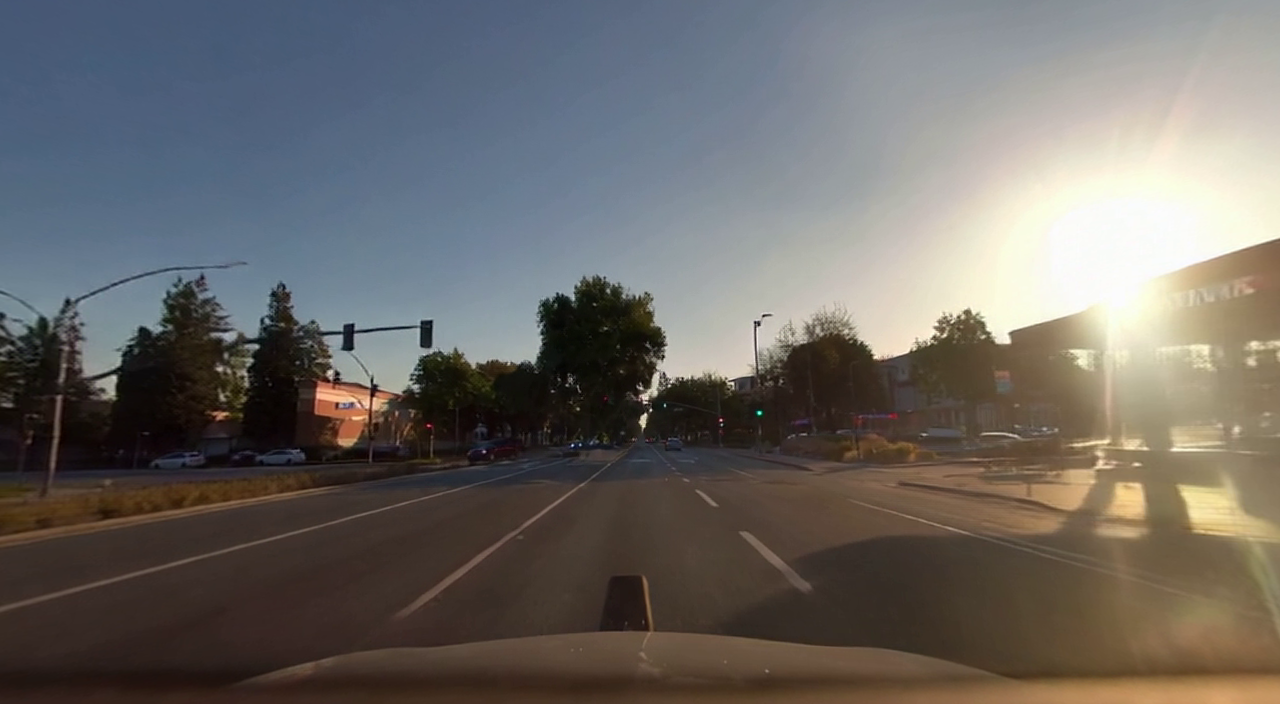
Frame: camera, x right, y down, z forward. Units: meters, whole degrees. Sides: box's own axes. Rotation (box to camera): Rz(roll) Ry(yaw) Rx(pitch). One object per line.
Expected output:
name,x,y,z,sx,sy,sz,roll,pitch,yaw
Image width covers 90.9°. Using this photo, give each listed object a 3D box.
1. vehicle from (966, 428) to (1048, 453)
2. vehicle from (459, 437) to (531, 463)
vehicle,22.402,5.409,38.469,4.694,1.481,1.884,4,-9,-25
vehicle,-10.806,7.306,46.924,4.938,1.863,2.162,-5,-9,27
